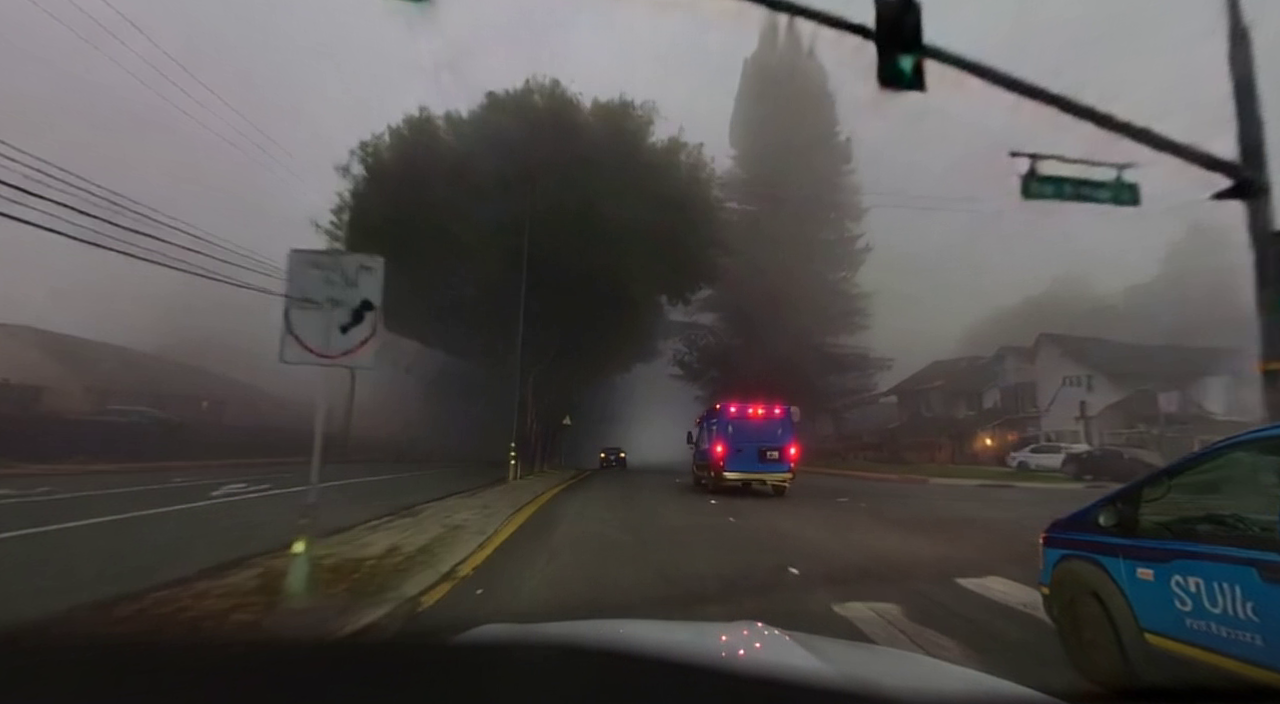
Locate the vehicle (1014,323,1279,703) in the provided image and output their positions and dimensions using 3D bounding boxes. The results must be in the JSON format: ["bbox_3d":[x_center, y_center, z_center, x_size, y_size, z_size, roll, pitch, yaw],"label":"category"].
[{"bbox_3d":[3.913,0.749,2.096,2.194,1.922,4.822,0,-8,-3],"label":"vehicle"}]

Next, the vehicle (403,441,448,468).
[{"bbox_3d":[-15.073,7.171,44.617,1.909,1.705,4.126,1,-7,-2],"label":"vehicle"}]

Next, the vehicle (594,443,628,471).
[{"bbox_3d":[-1.922,6.780,40.981,2.114,1.707,3.725,0,-8,-4],"label":"vehicle"}]

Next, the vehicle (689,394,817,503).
[{"bbox_3d":[3.016,2.775,18.514,2.406,2.687,5.521,0,-8,-4],"label":"vehicle"}]
